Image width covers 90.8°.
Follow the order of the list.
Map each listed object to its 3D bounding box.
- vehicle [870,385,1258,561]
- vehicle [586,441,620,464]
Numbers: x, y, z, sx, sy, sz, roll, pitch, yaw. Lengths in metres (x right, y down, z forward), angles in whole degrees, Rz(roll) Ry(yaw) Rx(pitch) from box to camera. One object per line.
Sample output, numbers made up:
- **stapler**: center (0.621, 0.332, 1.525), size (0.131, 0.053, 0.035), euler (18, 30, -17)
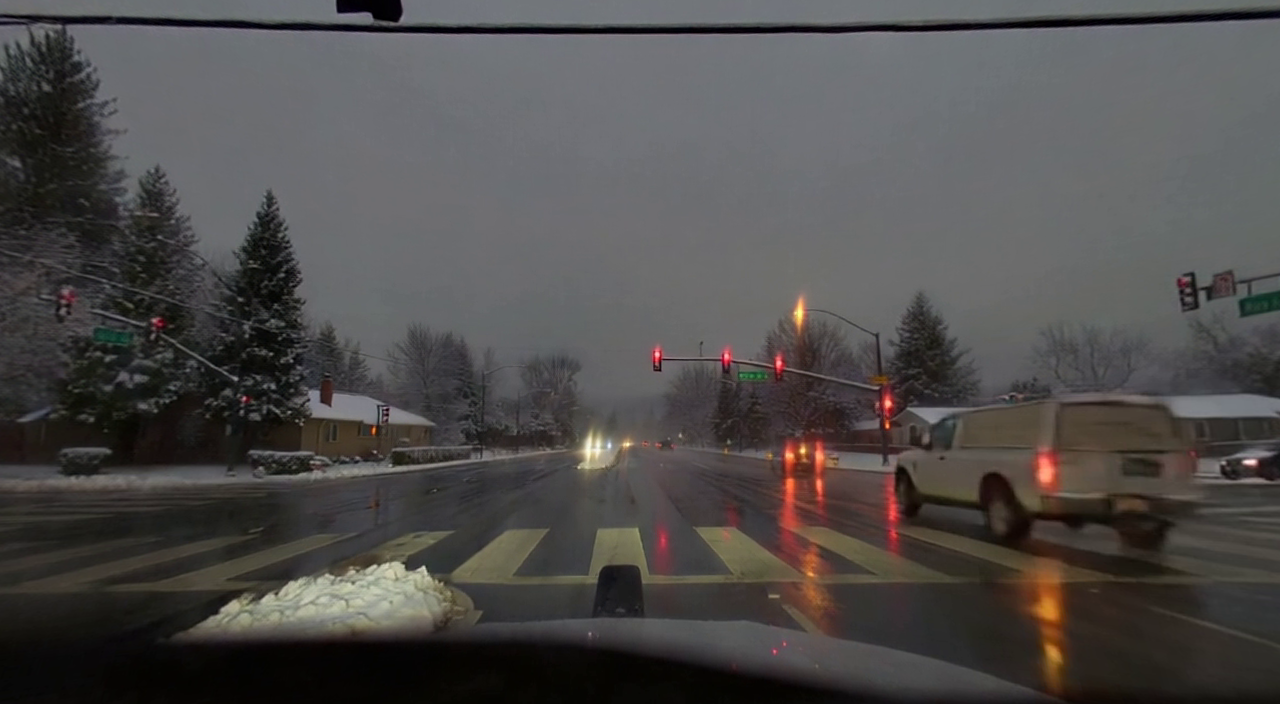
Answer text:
- **vehicle**: center (6.006, 1.840, 10.295), size (2.273, 2.042, 5.717), euler (0, -9, -1)
- **vehicle**: center (-2.433, 6.710, 42.285), size (2.045, 1.484, 3.991), euler (0, -9, 0)
